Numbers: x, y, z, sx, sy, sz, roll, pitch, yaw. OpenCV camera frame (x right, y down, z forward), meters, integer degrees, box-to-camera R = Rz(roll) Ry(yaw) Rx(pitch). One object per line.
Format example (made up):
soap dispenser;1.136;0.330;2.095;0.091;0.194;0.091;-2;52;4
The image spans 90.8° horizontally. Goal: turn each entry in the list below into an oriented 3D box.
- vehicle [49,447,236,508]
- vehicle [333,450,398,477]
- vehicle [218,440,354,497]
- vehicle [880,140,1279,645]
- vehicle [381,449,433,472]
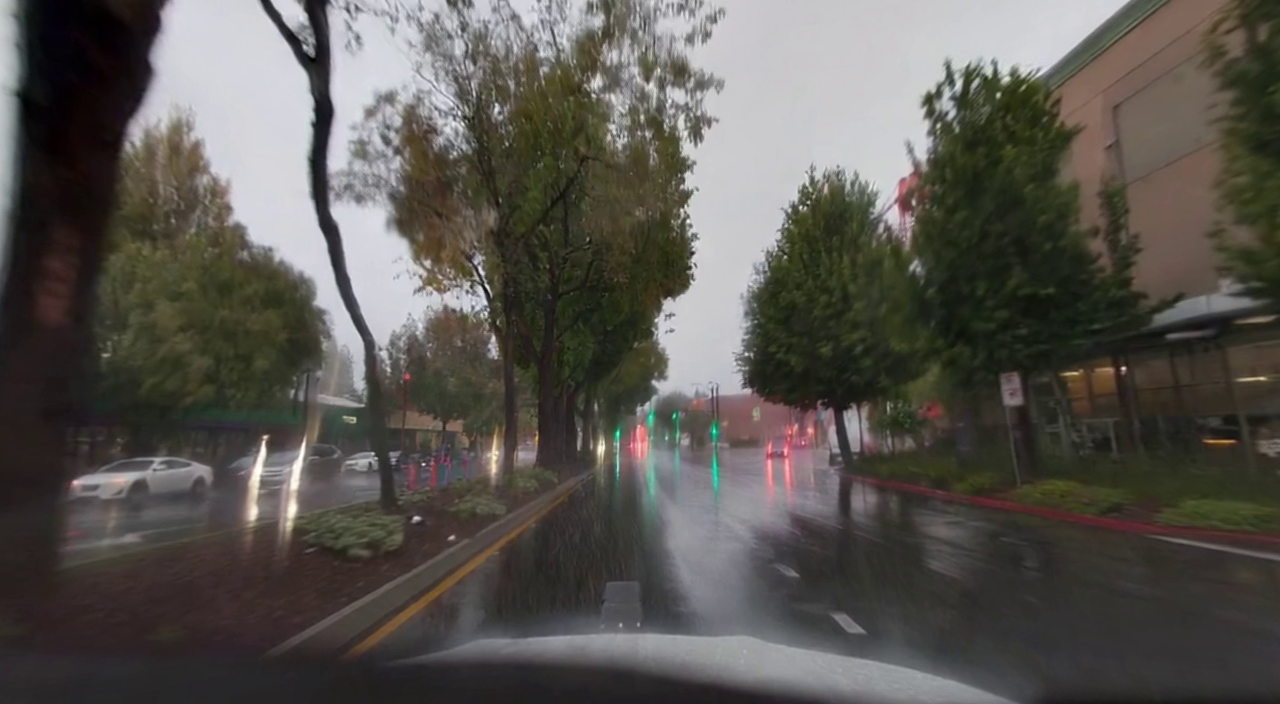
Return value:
vehicle;-16.143;4.030;20.959;2.103;1.746;4.992;0;-8;0
vehicle;-16.345;6.639;37.868;1.856;1.496;4.686;0;-9;-1
vehicle;-11.936;3.916;21.735;1.983;1.700;4.695;0;-9;-1
vehicle;5.657;0.301;4.409;3.052;3.242;10.672;0;-9;-4
vehicle;-16.269;7.577;44.402;1.852;1.476;4.704;0;-9;0
